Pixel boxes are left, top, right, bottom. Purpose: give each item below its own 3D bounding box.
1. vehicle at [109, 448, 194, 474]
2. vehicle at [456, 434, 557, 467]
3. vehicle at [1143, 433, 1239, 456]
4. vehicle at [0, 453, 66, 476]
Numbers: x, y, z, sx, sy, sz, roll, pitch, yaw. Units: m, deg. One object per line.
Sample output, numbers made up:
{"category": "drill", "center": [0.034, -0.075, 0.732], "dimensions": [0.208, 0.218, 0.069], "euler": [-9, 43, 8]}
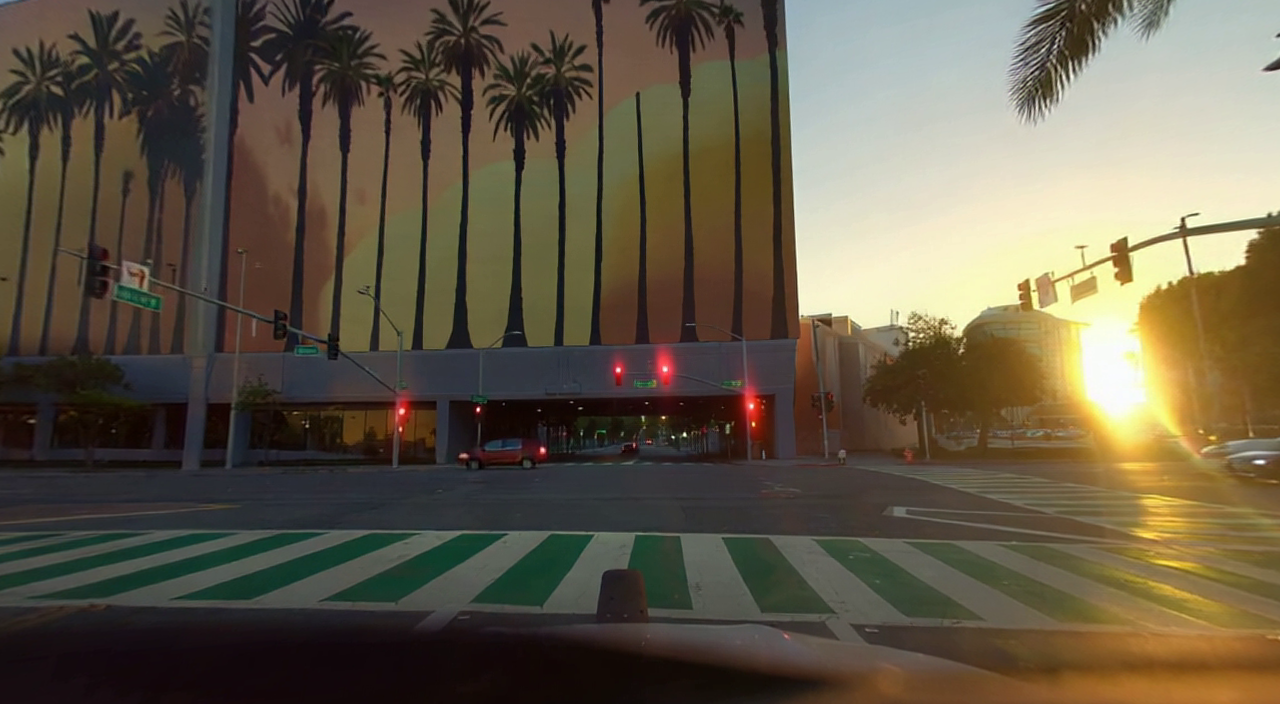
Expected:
{"category": "vehicle", "center": [-33.084, 7.396, 42.750], "dimensions": [4.136, 1.661, 1.857], "euler": [0, -8, 1]}
{"category": "vehicle", "center": [-7.853, 5.830, 37.466], "dimensions": [5.477, 1.880, 2.125], "euler": [0, -8, 1]}
{"category": "vehicle", "center": [36.023, 6.040, 41.283], "dimensions": [4.606, 1.449, 1.687], "euler": [0, -8, 2]}
{"category": "vehicle", "center": [-41.679, 7.602, 42.763], "dimensions": [3.698, 1.508, 1.779], "euler": [0, -8, 1]}
